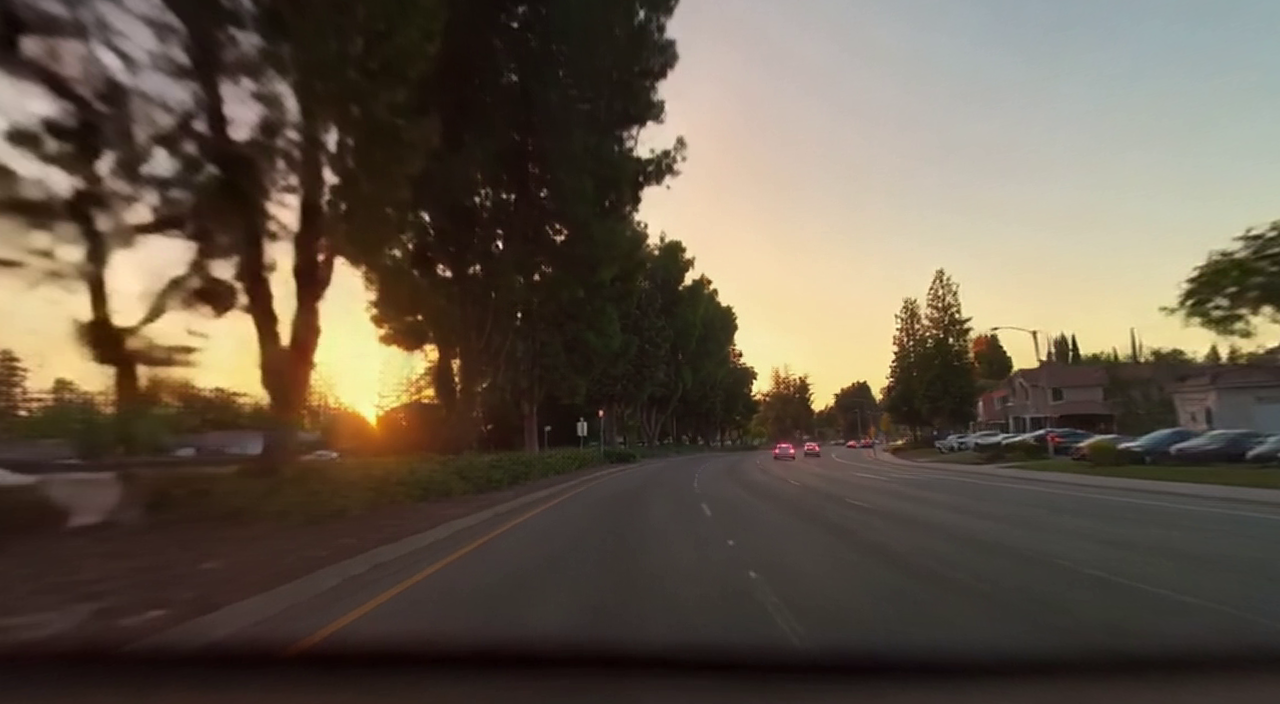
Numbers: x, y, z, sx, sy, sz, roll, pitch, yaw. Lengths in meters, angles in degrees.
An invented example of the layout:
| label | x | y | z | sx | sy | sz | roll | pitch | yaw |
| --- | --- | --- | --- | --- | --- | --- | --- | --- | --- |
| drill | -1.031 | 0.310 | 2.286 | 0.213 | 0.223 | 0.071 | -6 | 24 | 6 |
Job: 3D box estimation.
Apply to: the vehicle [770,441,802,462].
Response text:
| label | x | y | z | sx | sy | sz | roll | pitch | yaw |
| --- | --- | --- | --- | --- | --- | --- | --- | --- | --- |
| vehicle | 10.998 | 7.509 | 47.755 | 1.988 | 1.460 | 3.996 | -1 | -8 | 7 |
